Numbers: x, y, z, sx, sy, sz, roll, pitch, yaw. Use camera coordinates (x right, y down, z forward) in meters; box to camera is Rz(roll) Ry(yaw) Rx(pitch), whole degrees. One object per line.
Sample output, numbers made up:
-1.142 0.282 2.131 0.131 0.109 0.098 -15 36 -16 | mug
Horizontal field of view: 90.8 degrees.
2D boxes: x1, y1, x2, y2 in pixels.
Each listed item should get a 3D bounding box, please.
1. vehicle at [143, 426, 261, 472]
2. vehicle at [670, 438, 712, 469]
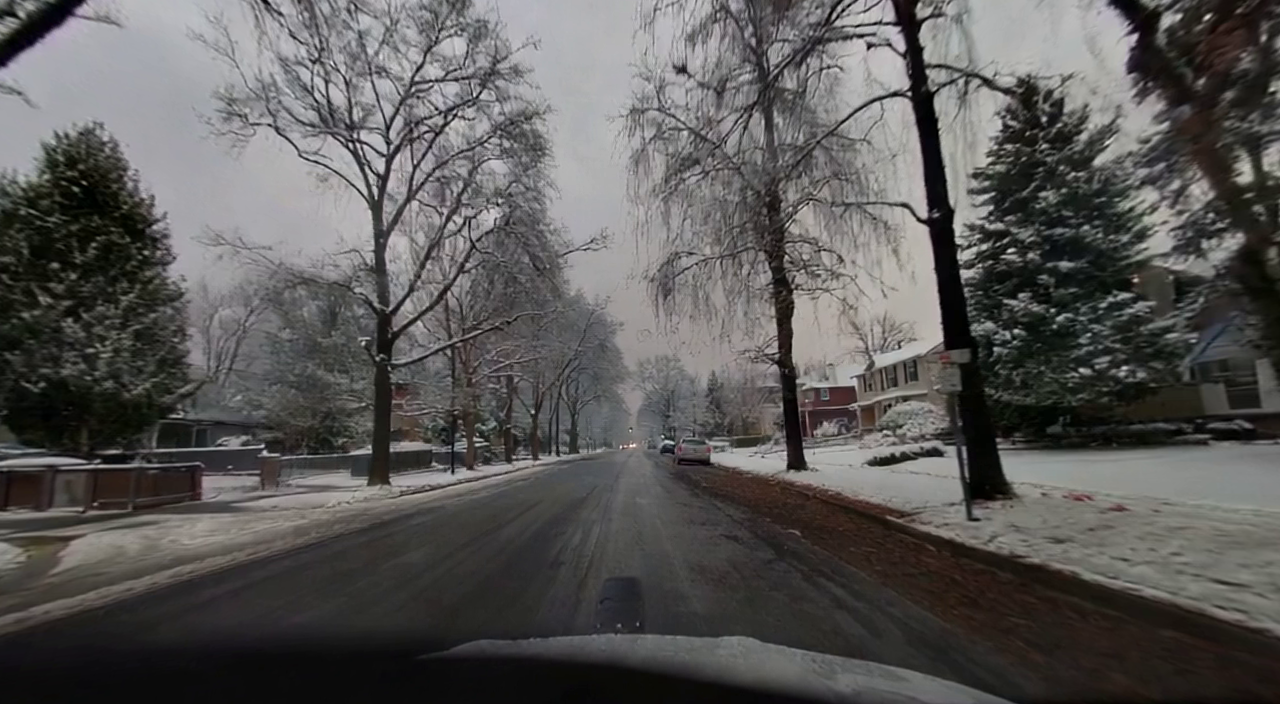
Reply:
-29.024 6.593 42.294 2.735 2.720 6.677 -2 -10 3 | vehicle
3.055 6.185 38.730 2.055 1.738 4.448 0 -9 -1 | vehicle
